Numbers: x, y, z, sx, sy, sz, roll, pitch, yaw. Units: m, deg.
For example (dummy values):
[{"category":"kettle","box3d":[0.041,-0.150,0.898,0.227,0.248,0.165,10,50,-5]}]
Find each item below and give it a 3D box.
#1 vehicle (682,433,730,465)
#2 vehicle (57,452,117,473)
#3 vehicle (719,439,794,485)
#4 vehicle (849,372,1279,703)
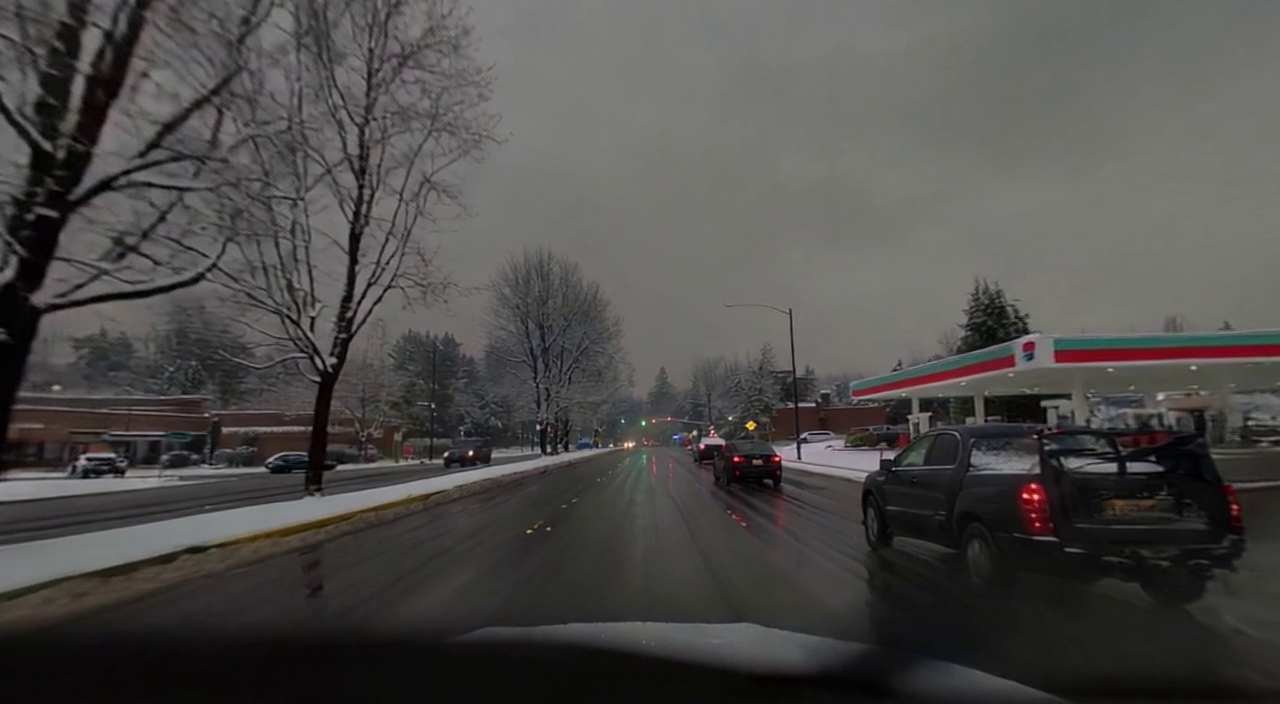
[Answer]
[{"category":"vehicle","box3d":[4.325,6.494,42.221,2.611,1.983,5.165,0,-8,0]},{"category":"vehicle","box3d":[-41.304,8.217,47.139,1.583,1.354,4.281,1,-7,-15]},{"category":"vehicle","box3d":[4.009,3.857,22.444,1.871,1.442,4.122,0,-8,0]},{"category":"vehicle","box3d":[3.631,1.286,5.570,1.875,1.665,4.931,0,-8,0]}]
